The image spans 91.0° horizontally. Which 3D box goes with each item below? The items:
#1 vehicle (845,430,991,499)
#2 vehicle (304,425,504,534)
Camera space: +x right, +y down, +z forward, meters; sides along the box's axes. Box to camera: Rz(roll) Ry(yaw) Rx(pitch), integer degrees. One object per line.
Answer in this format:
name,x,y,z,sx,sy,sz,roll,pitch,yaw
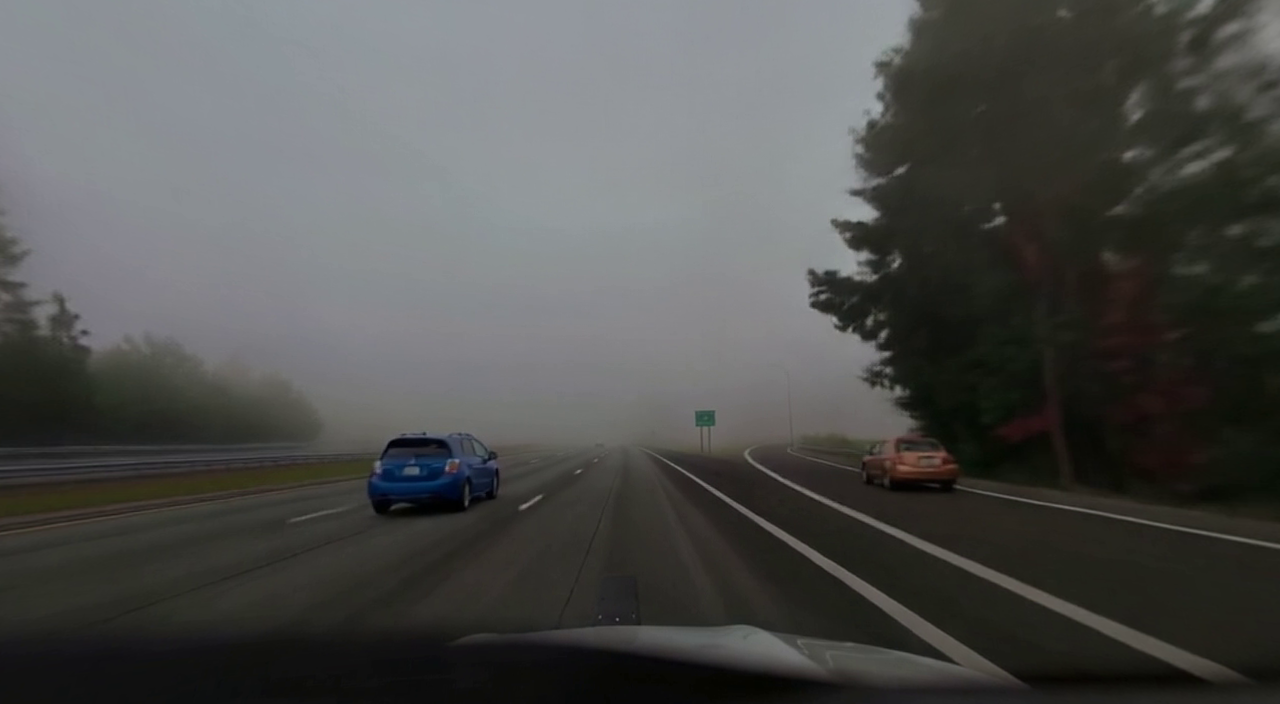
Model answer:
vehicle,7.355,2.988,17.324,2.084,1.614,4.762,-1,-8,4
vehicle,-3.853,2.122,11.169,2.008,1.567,3.959,0,-8,0
